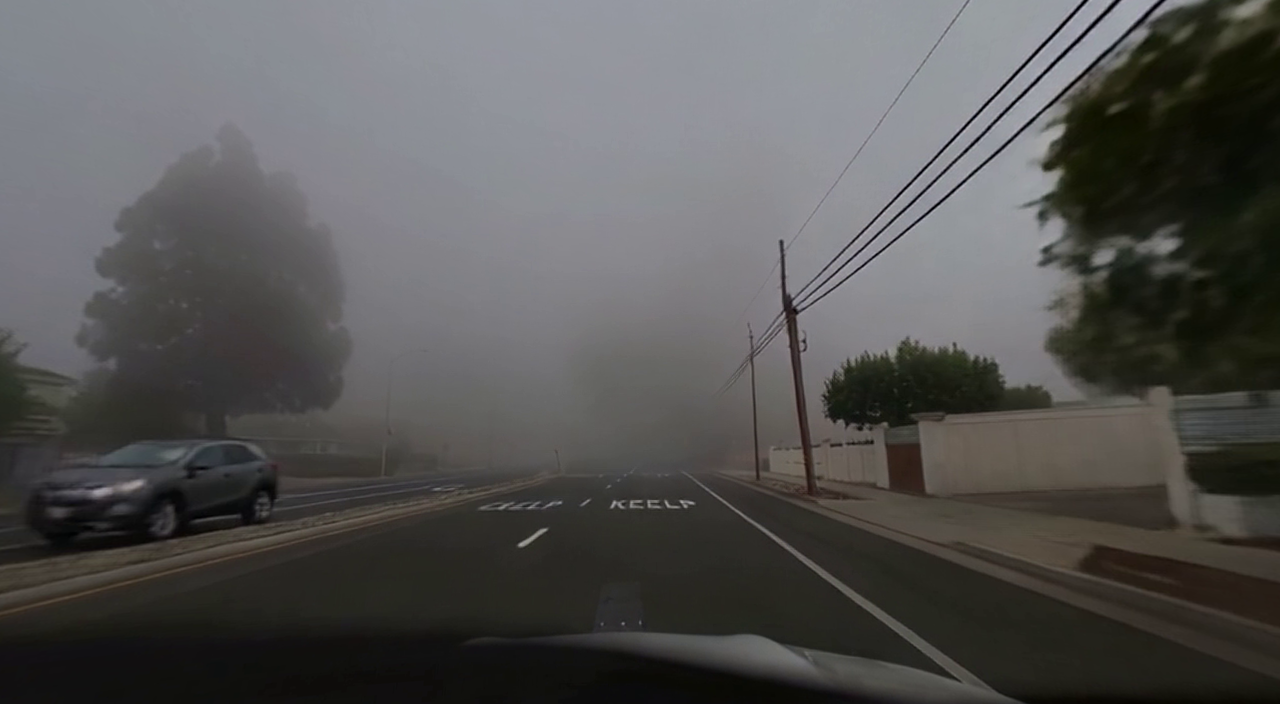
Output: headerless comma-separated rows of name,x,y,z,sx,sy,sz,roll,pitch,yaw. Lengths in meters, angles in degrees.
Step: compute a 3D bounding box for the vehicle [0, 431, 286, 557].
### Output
vehicle,-8.833,2.375,11.334,2.084,1.741,4.737,-1,-9,2
